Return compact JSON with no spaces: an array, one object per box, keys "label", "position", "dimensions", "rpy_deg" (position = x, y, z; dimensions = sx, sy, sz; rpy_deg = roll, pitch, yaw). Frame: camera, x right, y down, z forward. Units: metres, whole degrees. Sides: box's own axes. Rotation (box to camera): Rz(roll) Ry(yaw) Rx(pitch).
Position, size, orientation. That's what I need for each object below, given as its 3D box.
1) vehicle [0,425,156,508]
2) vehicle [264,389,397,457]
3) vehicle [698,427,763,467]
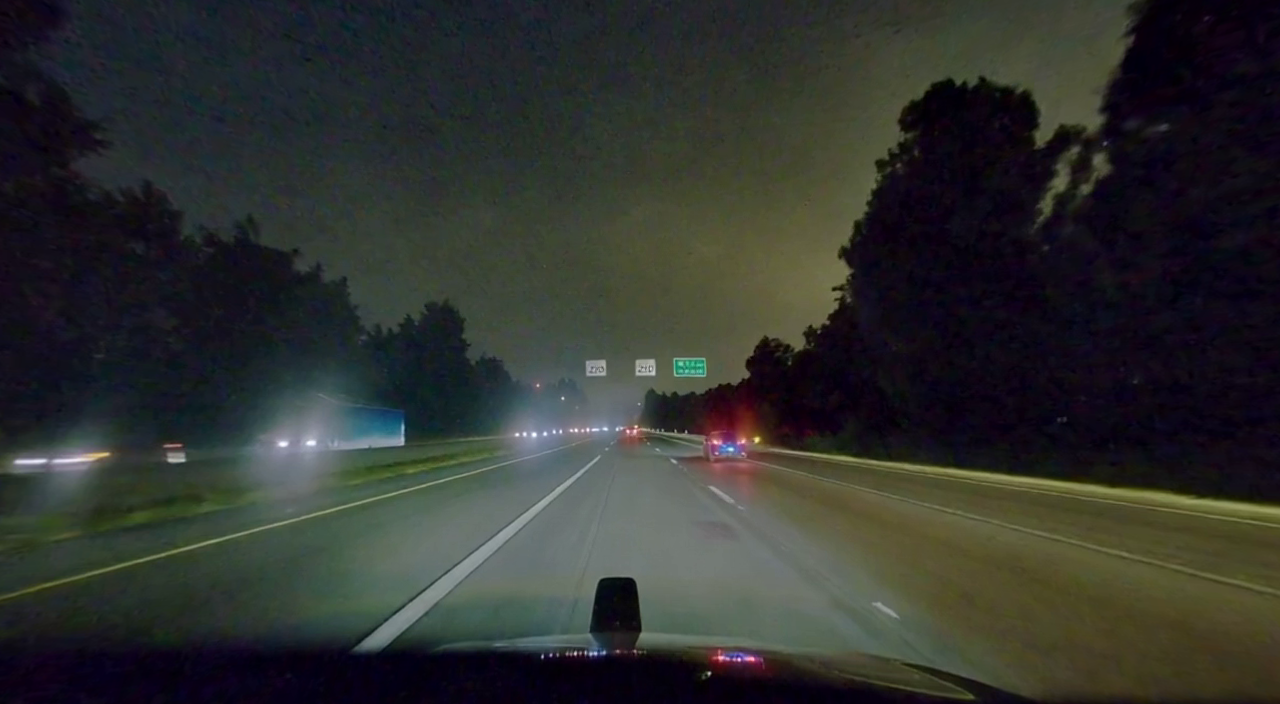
[{"label":"vehicle","position":[-12.741,2.314,13.122],"dimensions":[1.903,1.527,4.294],"rpy_deg":[0,-8,-1]},{"label":"vehicle","position":[-20.875,5.087,43.861],"dimensions":[2.853,4.045,13.061],"rpy_deg":[0,-8,-1]},{"label":"vehicle","position":[3.751,4.008,26.688],"dimensions":[1.973,1.563,3.959],"rpy_deg":[0,-8,-3]}]
